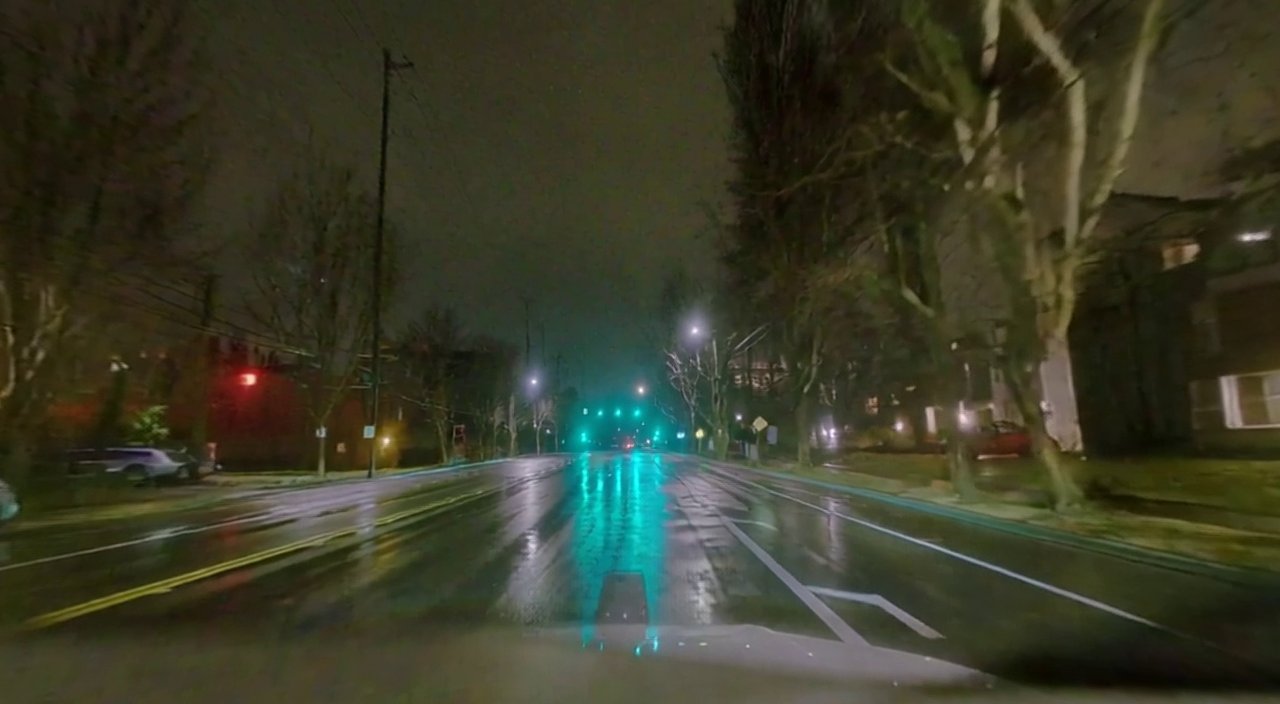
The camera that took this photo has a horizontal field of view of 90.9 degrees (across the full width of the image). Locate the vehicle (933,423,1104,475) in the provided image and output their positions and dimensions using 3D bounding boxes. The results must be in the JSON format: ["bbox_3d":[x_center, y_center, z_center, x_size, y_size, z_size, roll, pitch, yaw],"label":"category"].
[{"bbox_3d":[13.674,3.494,23.146,4.907,1.693,2.081,-1,-7,13],"label":"vehicle"}]

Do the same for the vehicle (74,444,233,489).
[{"bbox_3d":[-19.096,4.482,24.883,4.573,1.643,2.158,-2,-8,5],"label":"vehicle"}]
